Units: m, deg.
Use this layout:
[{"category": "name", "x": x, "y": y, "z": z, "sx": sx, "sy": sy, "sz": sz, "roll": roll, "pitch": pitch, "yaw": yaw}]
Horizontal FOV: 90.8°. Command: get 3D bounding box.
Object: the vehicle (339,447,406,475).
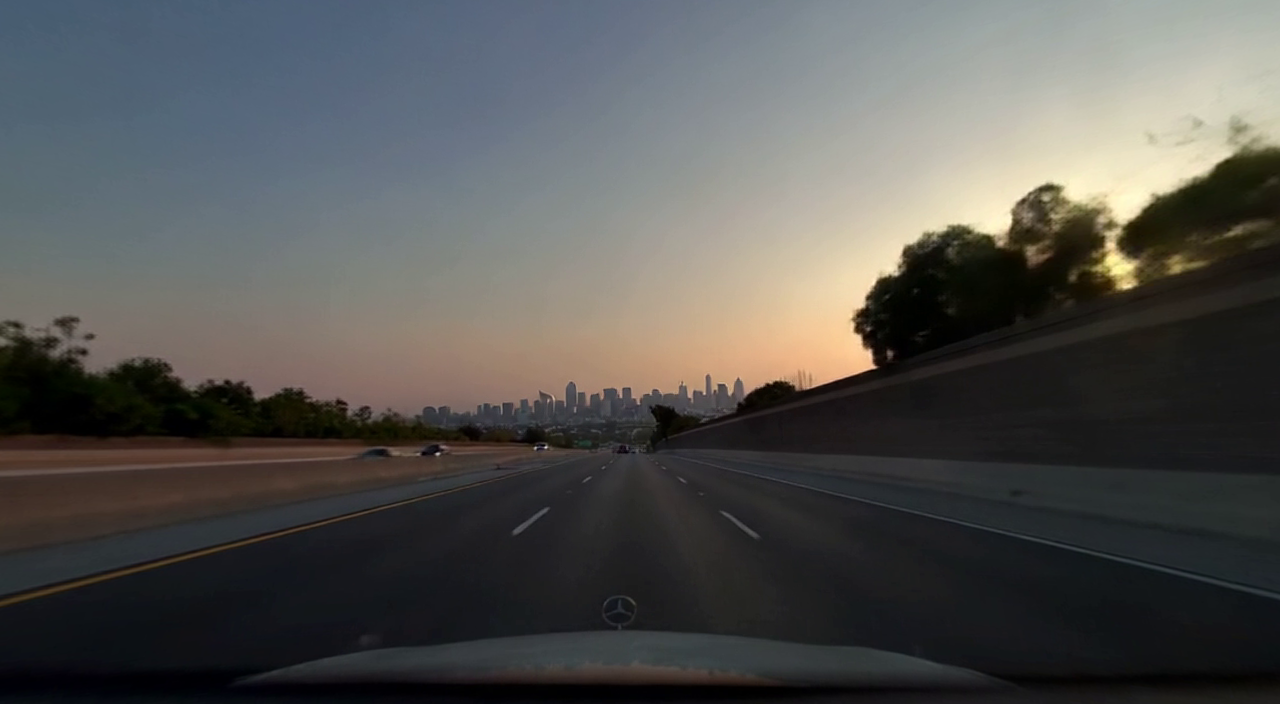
[{"category": "vehicle", "x": -15.541, "y": 6.324, "z": 36.962, "sx": 1.854, "sy": 1.496, "sz": 4.707, "roll": 0, "pitch": -9, "yaw": 0}]
